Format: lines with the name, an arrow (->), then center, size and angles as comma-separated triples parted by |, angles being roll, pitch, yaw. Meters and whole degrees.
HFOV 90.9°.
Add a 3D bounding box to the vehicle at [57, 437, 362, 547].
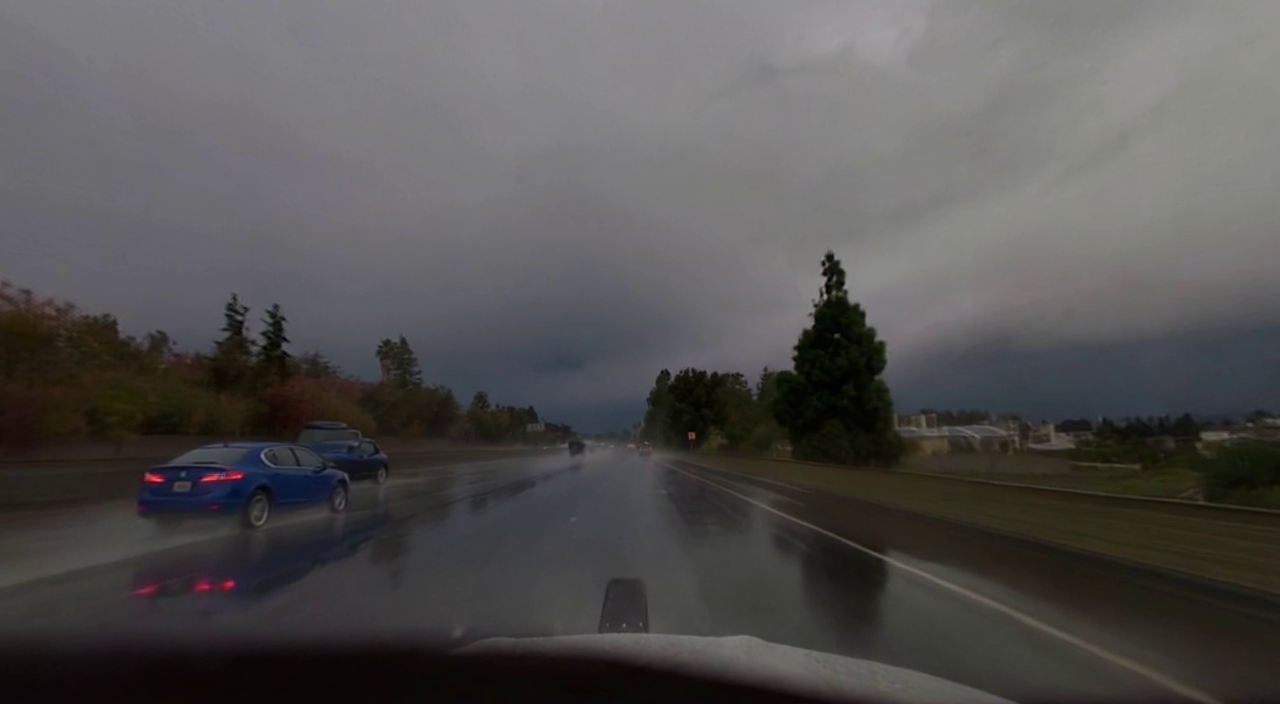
vehicle -> -6.952, 2.276, 11.053 | 1.981, 1.486, 4.735 | 0, -8, 0
